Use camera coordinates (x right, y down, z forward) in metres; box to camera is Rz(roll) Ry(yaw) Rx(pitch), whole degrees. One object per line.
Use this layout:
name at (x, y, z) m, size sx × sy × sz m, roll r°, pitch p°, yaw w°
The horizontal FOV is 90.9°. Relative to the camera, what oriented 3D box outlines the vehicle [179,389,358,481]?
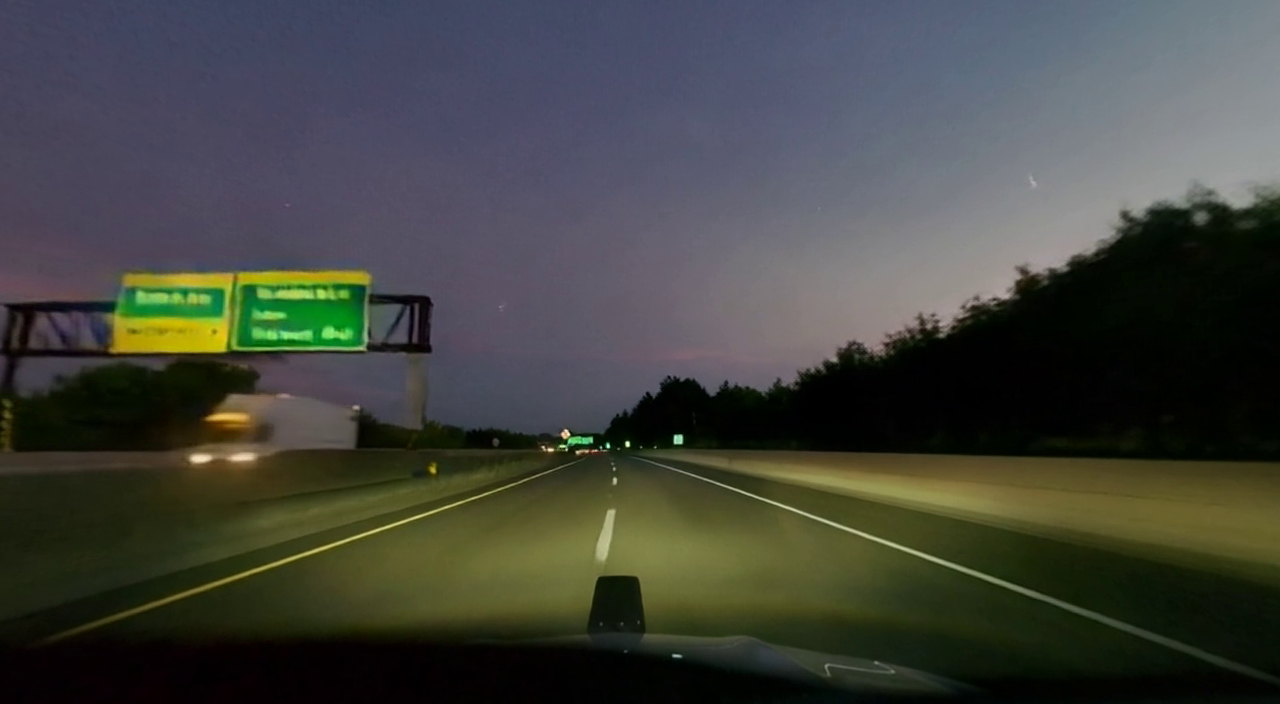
vehicle at (-15.936, 3.807, 28.131) m, size 2.717 × 3.464 × 8.722 m, roll 0°, pitch -9°, yaw -1°
